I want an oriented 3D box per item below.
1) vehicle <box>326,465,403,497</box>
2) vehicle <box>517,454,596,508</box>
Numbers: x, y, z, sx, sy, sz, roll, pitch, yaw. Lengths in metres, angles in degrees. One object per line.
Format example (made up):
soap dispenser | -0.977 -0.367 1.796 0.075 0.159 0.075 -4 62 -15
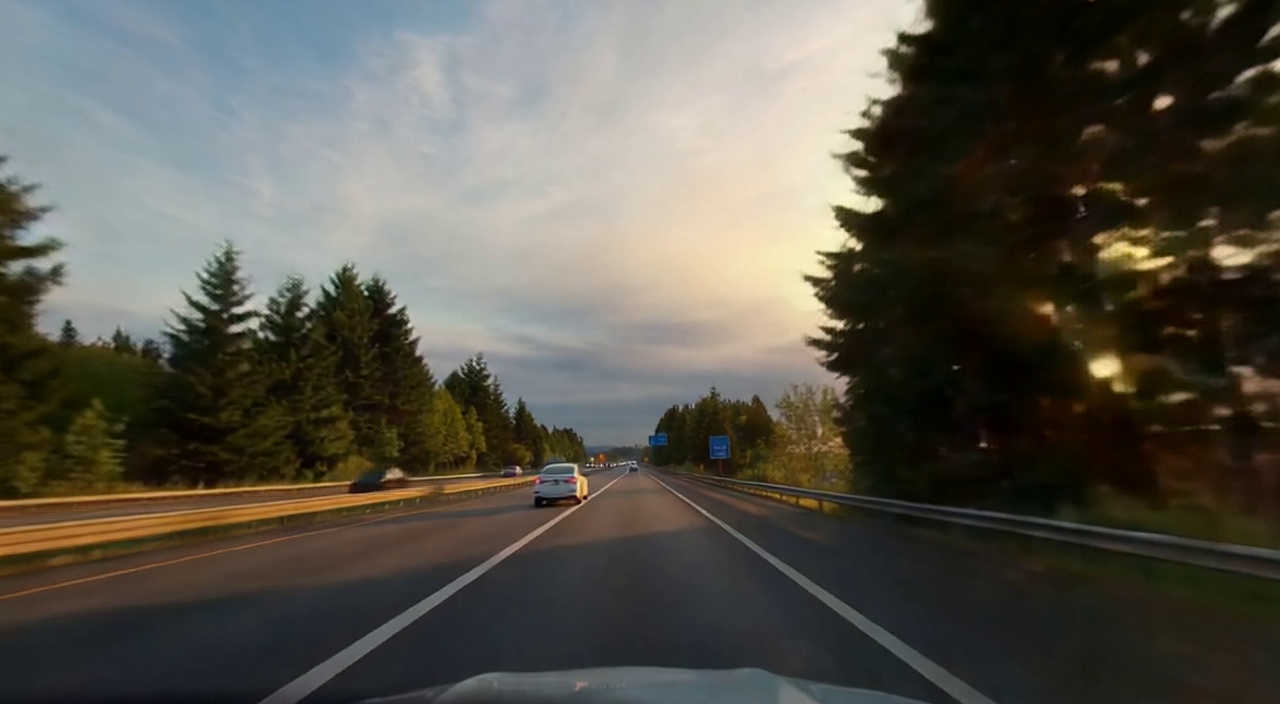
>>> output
vehicle | -13.431 6.323 31.039 1.855 1.422 4.377 1 -10 -1
vehicle | -2.800 4.459 22.053 2.104 1.655 4.039 0 -10 1
